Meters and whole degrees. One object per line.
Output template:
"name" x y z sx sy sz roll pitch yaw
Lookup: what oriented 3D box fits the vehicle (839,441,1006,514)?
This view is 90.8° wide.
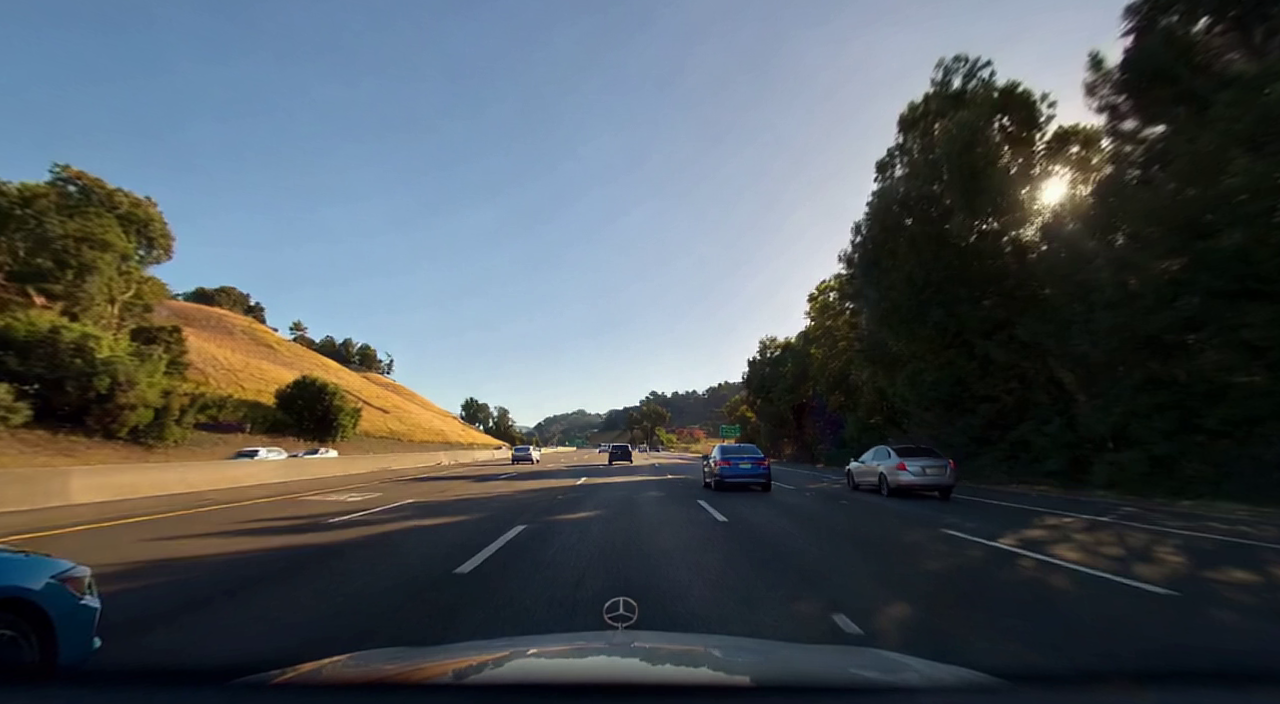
"vehicle" 6.476 2.890 15.120 1.845 1.452 4.352 0 -8 -2

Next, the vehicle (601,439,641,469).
"vehicle" -1.125 6.081 37.836 2.277 1.675 4.023 0 -8 -1

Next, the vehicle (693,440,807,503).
"vehicle" 2.844 3.219 17.576 2.120 1.492 4.734 0 -8 -3
